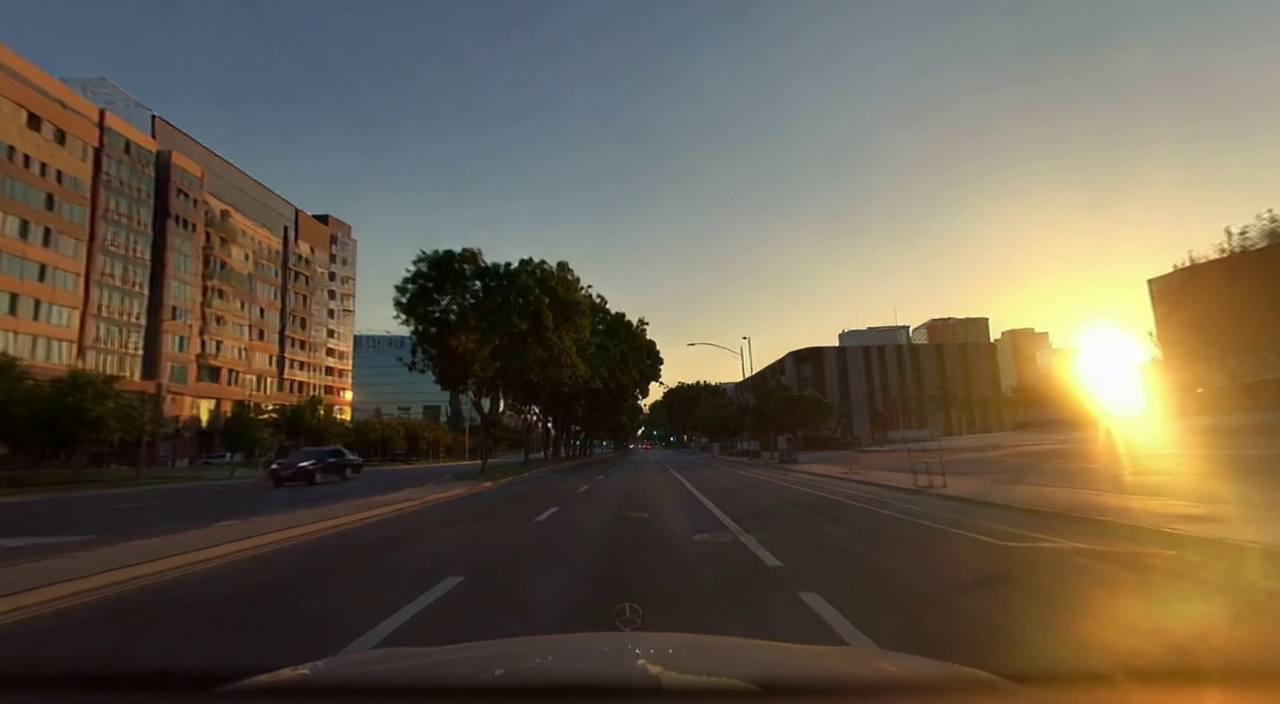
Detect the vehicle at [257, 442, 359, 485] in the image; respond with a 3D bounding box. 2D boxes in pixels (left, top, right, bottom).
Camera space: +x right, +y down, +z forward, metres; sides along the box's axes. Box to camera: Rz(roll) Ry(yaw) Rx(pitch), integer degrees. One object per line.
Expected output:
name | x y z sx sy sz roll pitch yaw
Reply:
vehicle | -14.700 4.922 28.142 1.936 1.718 4.643 0 -8 1
